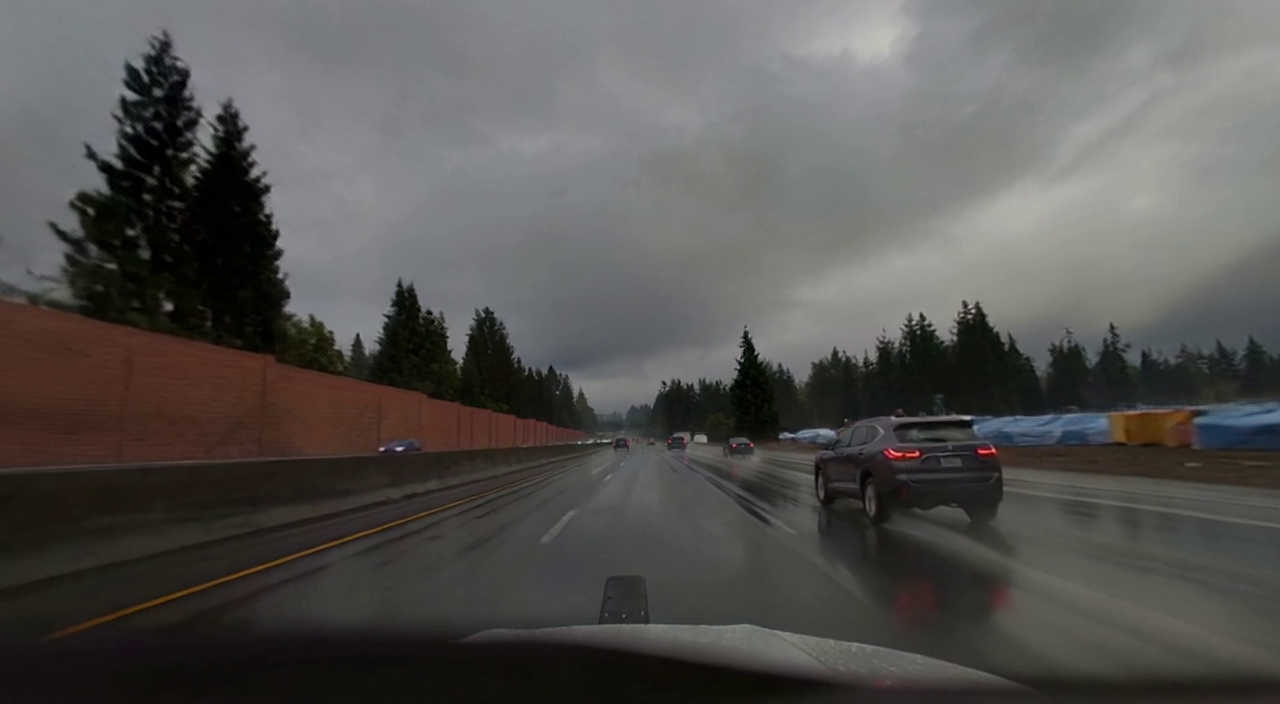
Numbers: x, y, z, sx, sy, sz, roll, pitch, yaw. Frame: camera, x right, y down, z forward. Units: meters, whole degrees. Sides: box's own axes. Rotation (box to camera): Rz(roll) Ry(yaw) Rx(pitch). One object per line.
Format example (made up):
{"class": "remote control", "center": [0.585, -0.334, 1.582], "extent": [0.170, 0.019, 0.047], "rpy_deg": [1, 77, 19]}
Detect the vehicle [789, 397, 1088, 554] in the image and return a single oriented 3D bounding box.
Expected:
{"class": "vehicle", "center": [3.972, 1.750, 9.587], "extent": [2.190, 1.783, 4.637], "rpy_deg": [0, -8, -1]}
